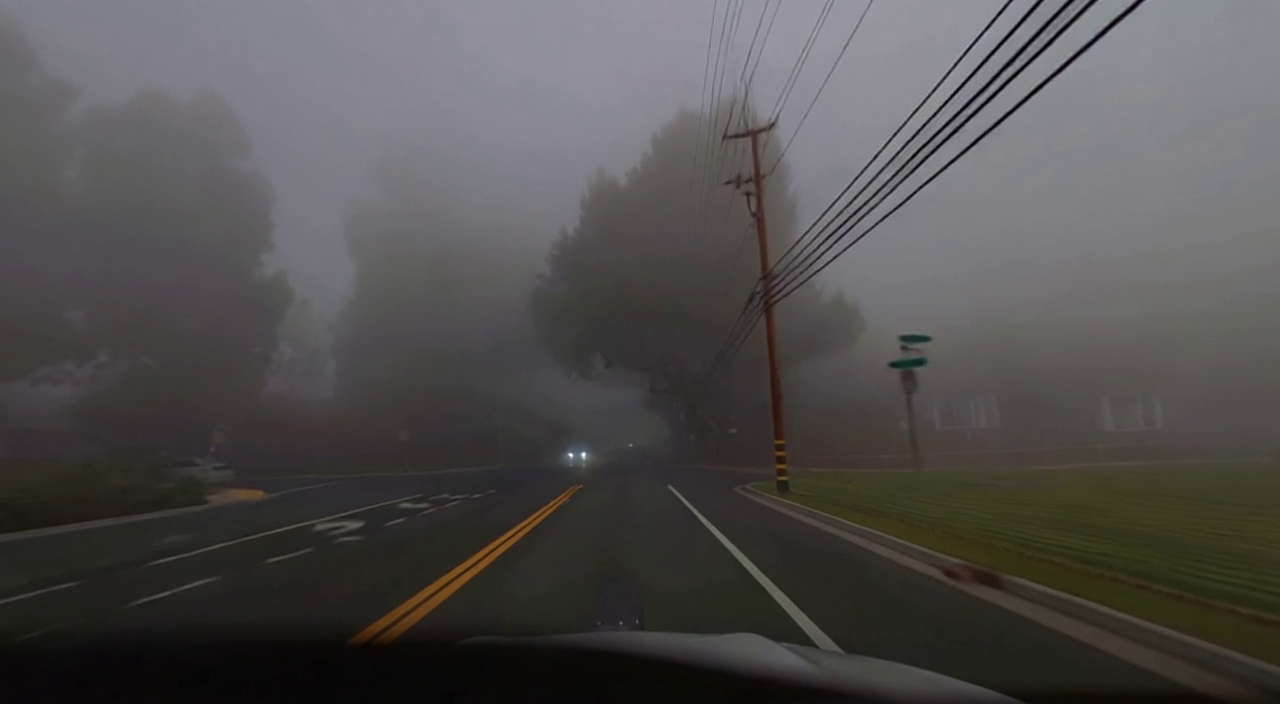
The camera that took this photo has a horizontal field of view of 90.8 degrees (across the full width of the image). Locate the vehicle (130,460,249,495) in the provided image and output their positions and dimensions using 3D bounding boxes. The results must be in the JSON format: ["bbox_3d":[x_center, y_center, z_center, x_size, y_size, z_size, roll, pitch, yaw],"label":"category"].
[{"bbox_3d":[-21.125,5.898,29.743,4.241,1.385,1.727,2,-11,2],"label":"vehicle"}]
